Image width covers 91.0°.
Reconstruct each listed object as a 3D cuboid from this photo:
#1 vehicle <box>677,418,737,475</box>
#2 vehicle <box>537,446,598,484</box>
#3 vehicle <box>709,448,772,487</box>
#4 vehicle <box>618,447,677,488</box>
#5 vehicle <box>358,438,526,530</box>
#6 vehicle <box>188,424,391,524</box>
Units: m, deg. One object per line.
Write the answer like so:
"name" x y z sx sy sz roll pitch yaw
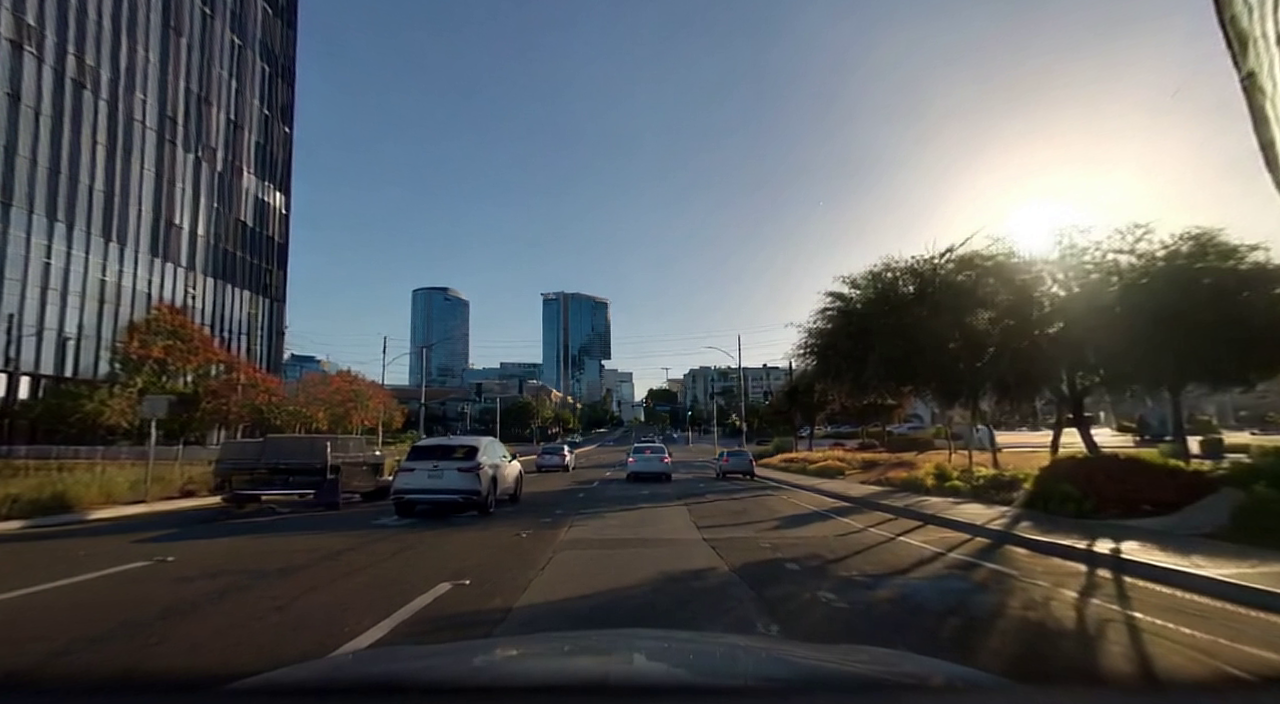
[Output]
"vehicle" 4.310 6.518 43.540 3.074 3.316 12.953 0 -9 1
"vehicle" -3.069 4.888 27.627 2.044 1.508 4.479 0 -9 1
"vehicle" 4.225 4.898 27.149 1.940 1.514 4.187 0 -9 -1
"vehicle" 0.290 4.631 25.725 2.174 1.509 4.374 0 -9 0
"vehicle" -3.706 2.538 12.713 1.933 1.520 4.195 0 -9 1
"vehicle" -7.052 2.475 13.266 1.902 1.765 3.973 0 -9 1
